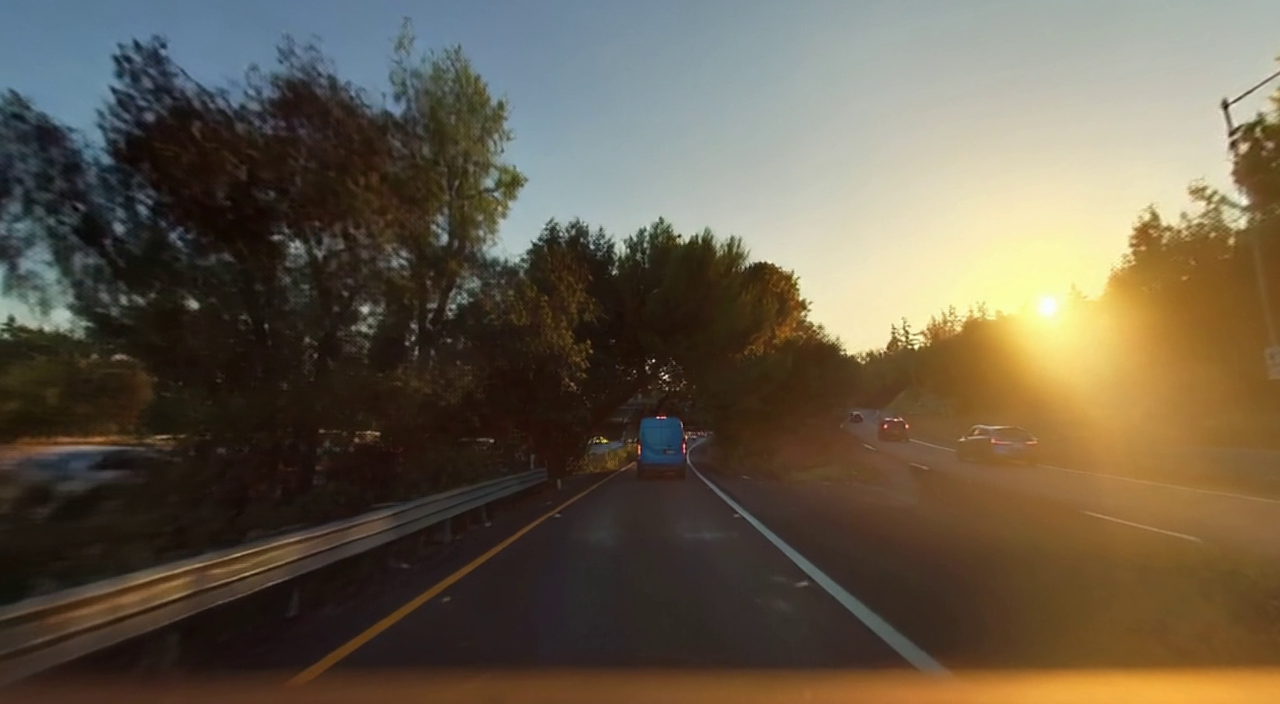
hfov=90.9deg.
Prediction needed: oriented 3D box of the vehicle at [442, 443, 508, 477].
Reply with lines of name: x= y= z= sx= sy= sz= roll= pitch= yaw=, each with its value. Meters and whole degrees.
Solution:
vehicle: x=-8.231 y=5.411 z=31.910 sx=1.896 sy=1.543 sz=4.429 roll=-1 pitch=-8 yaw=4

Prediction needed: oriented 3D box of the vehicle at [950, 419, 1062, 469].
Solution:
vehicle: x=13.475 y=3.443 z=23.620 sx=2.098 sy=1.654 sz=4.637 roll=-2 pitch=-8 yaw=10

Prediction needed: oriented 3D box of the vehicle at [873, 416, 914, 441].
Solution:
vehicle: x=19.718 y=6.034 z=49.219 sx=2.167 sy=1.798 sz=4.838 roll=-2 pitch=-8 yaw=13

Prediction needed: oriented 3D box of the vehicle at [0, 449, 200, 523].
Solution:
vehicle: x=-13.437 y=3.119 z=15.358 sx=1.918 sy=1.451 sz=4.668 roll=-1 pitch=-8 yaw=2

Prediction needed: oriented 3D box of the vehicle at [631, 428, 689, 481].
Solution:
vehicle: x=0.756 y=3.965 z=24.629 sx=2.043 sy=1.821 sz=4.558 roll=0 pitch=-8 yaw=1
